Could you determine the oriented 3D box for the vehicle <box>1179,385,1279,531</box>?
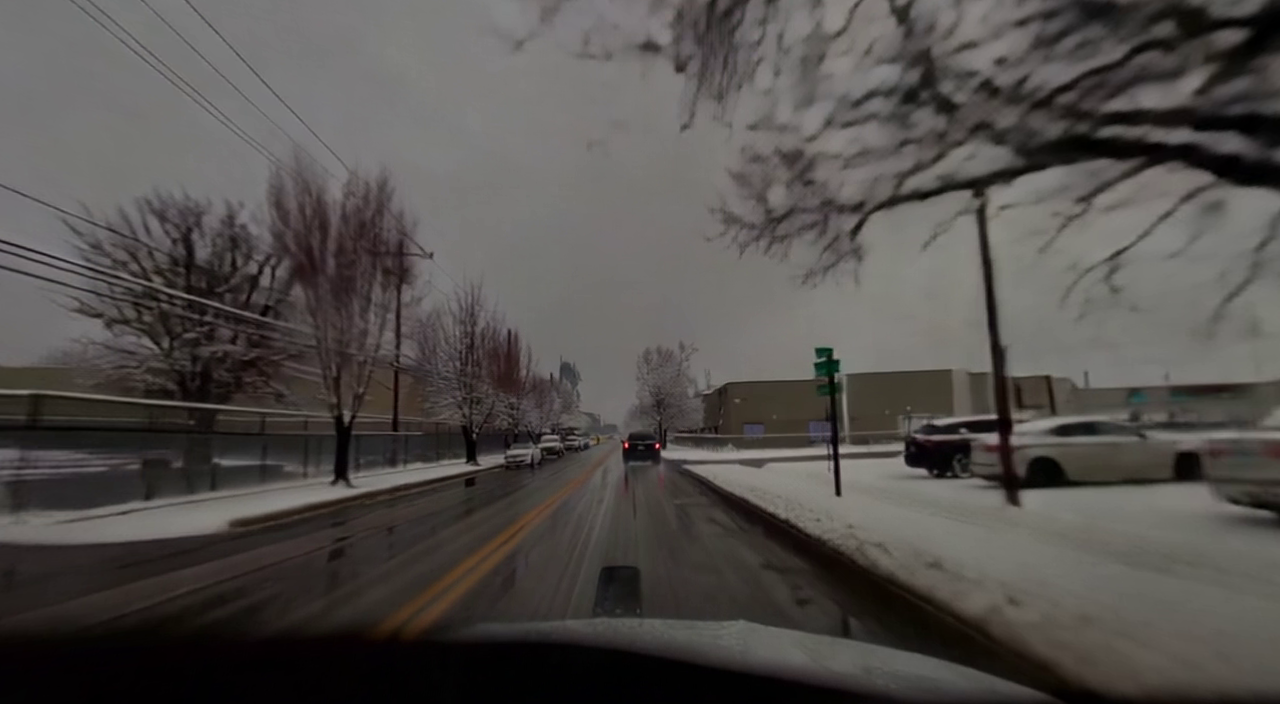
[{"bbox_3d":[9.182,1.123,7.172,4.178,1.599,1.926,-2,-10,1],"label":"vehicle"}]

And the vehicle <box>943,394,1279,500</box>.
[{"bbox_3d":[8.482,1.793,11.670,4.616,1.500,1.963,-4,-11,-1],"label":"vehicle"}]

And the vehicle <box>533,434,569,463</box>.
[{"bbox_3d":[-6.730,7.396,48.076,2.005,1.989,4.929,-3,-9,0],"label":"vehicle"}]

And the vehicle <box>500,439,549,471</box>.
[{"bbox_3d":[-6.181,5.613,34.138,1.938,1.500,4.130,-3,-10,-2],"label":"vehicle"}]

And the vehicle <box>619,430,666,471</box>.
[{"bbox_3d":[0.118,4.789,30.862,2.152,1.874,4.042,0,-8,0],"label":"vehicle"}]
